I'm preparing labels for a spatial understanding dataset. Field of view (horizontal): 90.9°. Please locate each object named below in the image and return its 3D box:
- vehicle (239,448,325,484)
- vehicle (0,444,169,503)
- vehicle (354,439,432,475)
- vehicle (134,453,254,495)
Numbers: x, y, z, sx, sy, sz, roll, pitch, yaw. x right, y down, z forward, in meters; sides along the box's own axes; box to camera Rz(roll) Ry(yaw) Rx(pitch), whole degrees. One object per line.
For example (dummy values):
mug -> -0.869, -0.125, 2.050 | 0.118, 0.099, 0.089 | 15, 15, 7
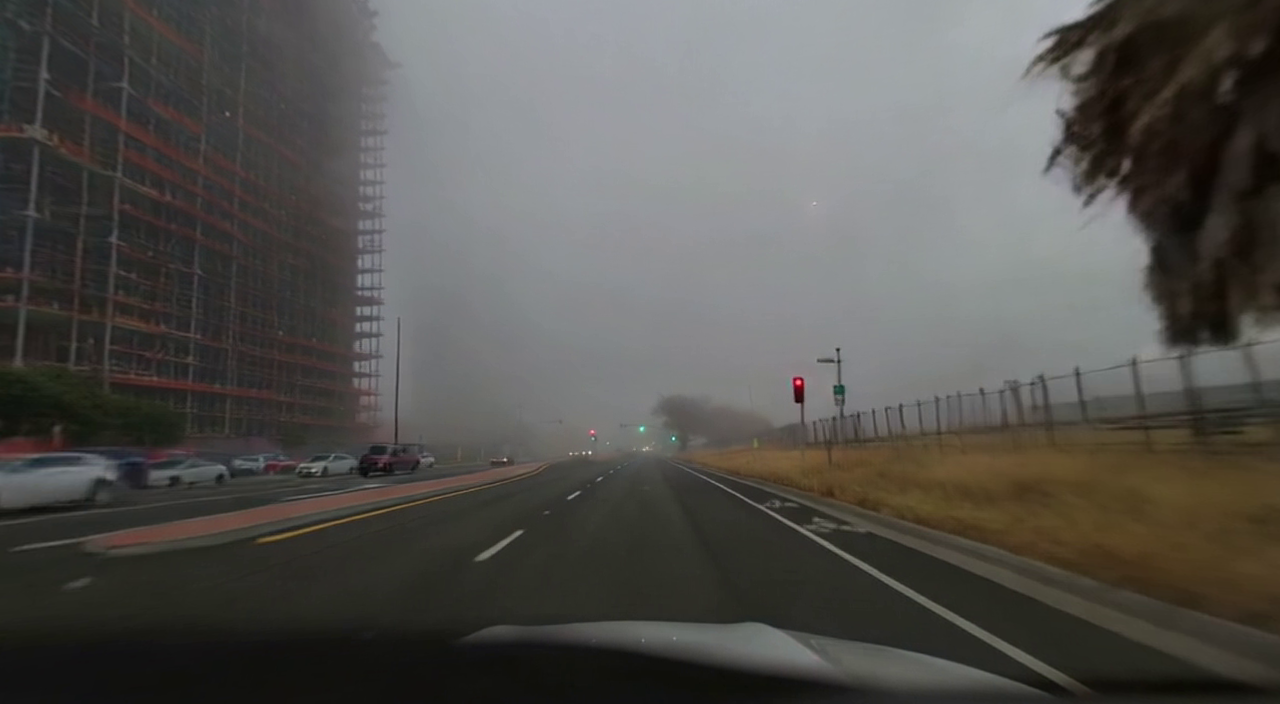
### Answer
vehicle -> -19.332, 6.152, 34.359 | 1.985, 1.625, 4.749 | -2, -7, -1
vehicle -> -19.551, 4.133, 22.009 | 2.378, 1.783, 4.912 | 0, -8, 0
vehicle -> -16.104, 6.870, 41.581 | 2.601, 2.118, 6.071 | 0, -8, 1
vehicle -> -19.355, 5.269, 27.693 | 1.836, 1.418, 4.956 | -2, -7, -2
